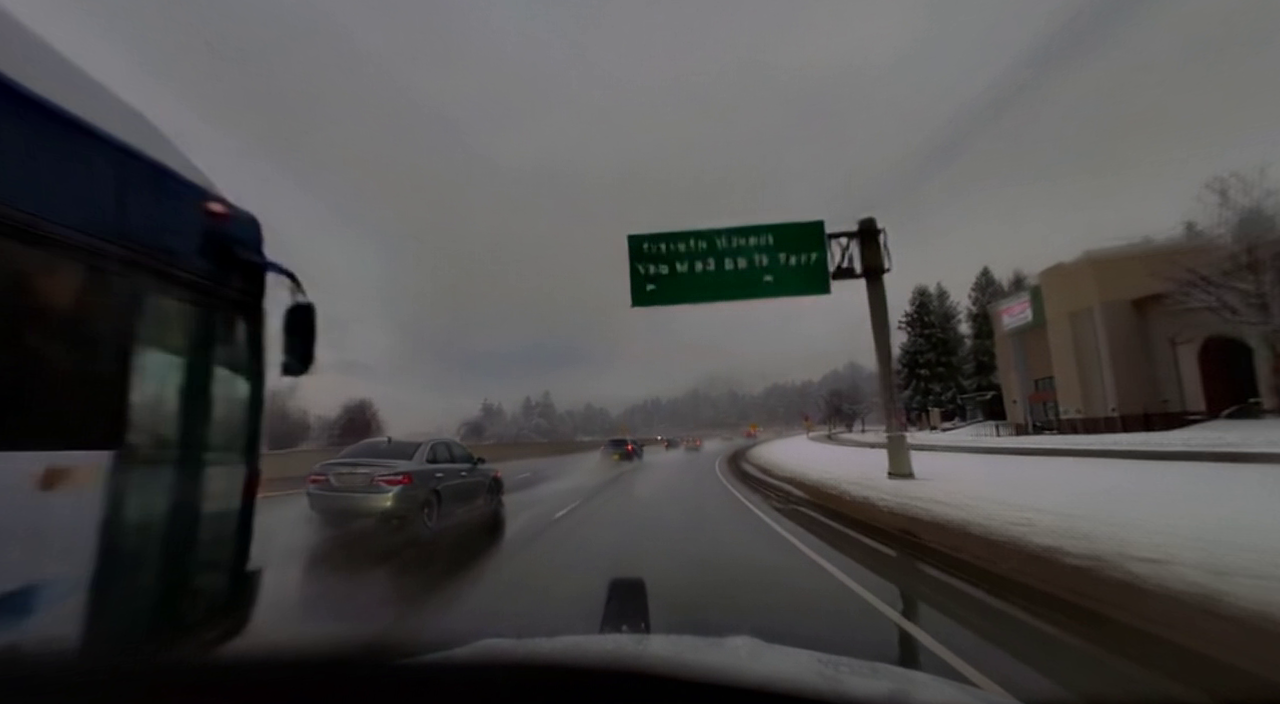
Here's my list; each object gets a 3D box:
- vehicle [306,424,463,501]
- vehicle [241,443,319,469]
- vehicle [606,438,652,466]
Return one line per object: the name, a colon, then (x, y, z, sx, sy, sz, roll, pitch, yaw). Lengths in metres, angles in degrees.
vehicle: (-6.317, 2.788, 16.293, 1.993, 1.690, 4.450, -1, -9, 3)
vehicle: (-22.256, 6.430, 39.200, 1.893, 1.473, 4.346, -2, -9, 8)
vehicle: (-0.527, 5.558, 35.033, 1.928, 1.455, 4.361, -1, -9, 8)
